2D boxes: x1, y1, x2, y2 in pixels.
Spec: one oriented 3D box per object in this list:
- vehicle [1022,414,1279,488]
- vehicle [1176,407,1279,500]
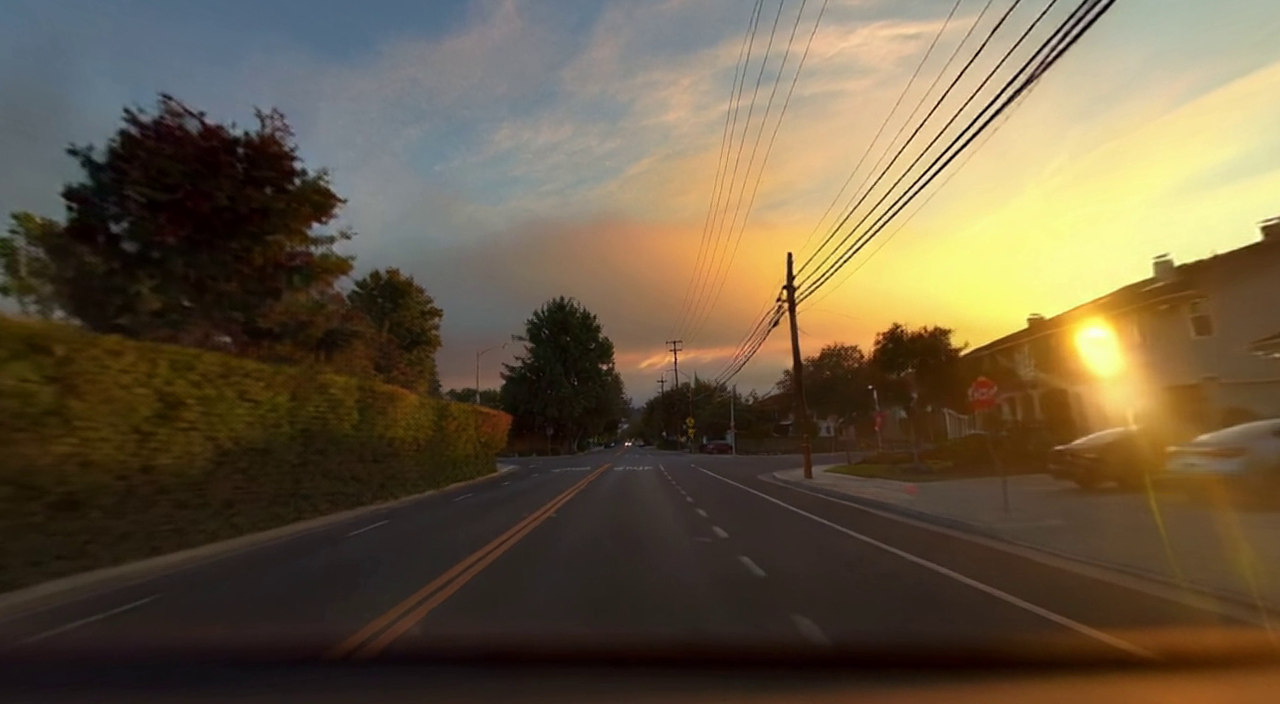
[{"bbox_3d":[12.058,2.328,15.055,4.643,1.613,1.982,0,-8,-4],"label":"vehicle"},{"bbox_3d":[12.684,1.772,11.150,4.650,1.484,1.929,0,-8,-1],"label":"vehicle"}]
